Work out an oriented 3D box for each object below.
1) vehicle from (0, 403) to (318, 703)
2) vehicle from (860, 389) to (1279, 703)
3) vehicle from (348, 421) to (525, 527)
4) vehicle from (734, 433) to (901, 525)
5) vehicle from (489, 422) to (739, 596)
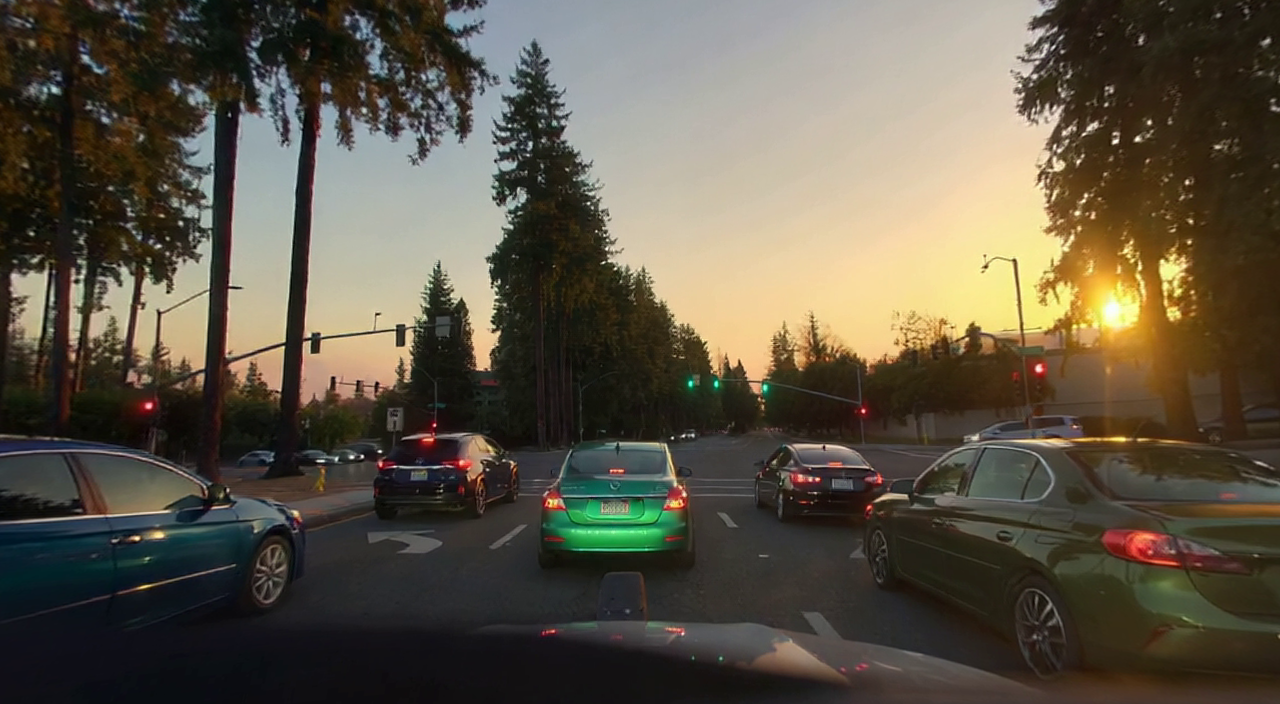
[{"bbox_3d":[-3.650,1.020,3.002,1.935,1.482,4.433,0,-8,-1],"label":"vehicle"},{"bbox_3d":[3.135,1.150,4.058,1.903,1.480,4.270,0,-8,0],"label":"vehicle"},{"bbox_3d":[-3.726,2.311,12.482,1.961,1.714,4.268,0,-8,2],"label":"vehicle"},{"bbox_3d":[3.180,2.335,12.330,1.975,1.460,4.357,0,-8,0],"label":"vehicle"},{"bbox_3d":[-0.254,1.639,7.404,2.147,1.479,3.803,0,-8,-1],"label":"vehicle"}]
